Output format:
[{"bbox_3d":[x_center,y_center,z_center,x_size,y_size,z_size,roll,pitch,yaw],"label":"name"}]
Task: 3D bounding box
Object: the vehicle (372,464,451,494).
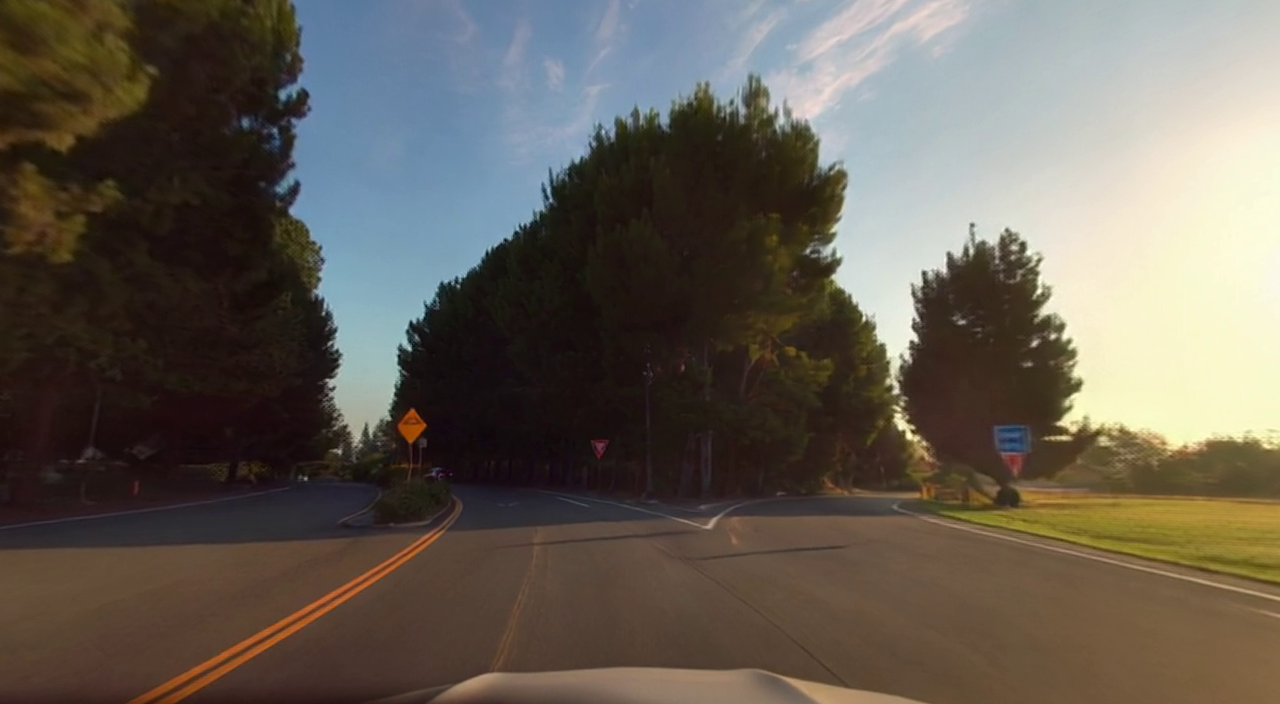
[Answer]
[{"bbox_3d":[-13.041,7.281,36.203,1.889,1.583,3.992,-4,-12,25],"label":"vehicle"}]
